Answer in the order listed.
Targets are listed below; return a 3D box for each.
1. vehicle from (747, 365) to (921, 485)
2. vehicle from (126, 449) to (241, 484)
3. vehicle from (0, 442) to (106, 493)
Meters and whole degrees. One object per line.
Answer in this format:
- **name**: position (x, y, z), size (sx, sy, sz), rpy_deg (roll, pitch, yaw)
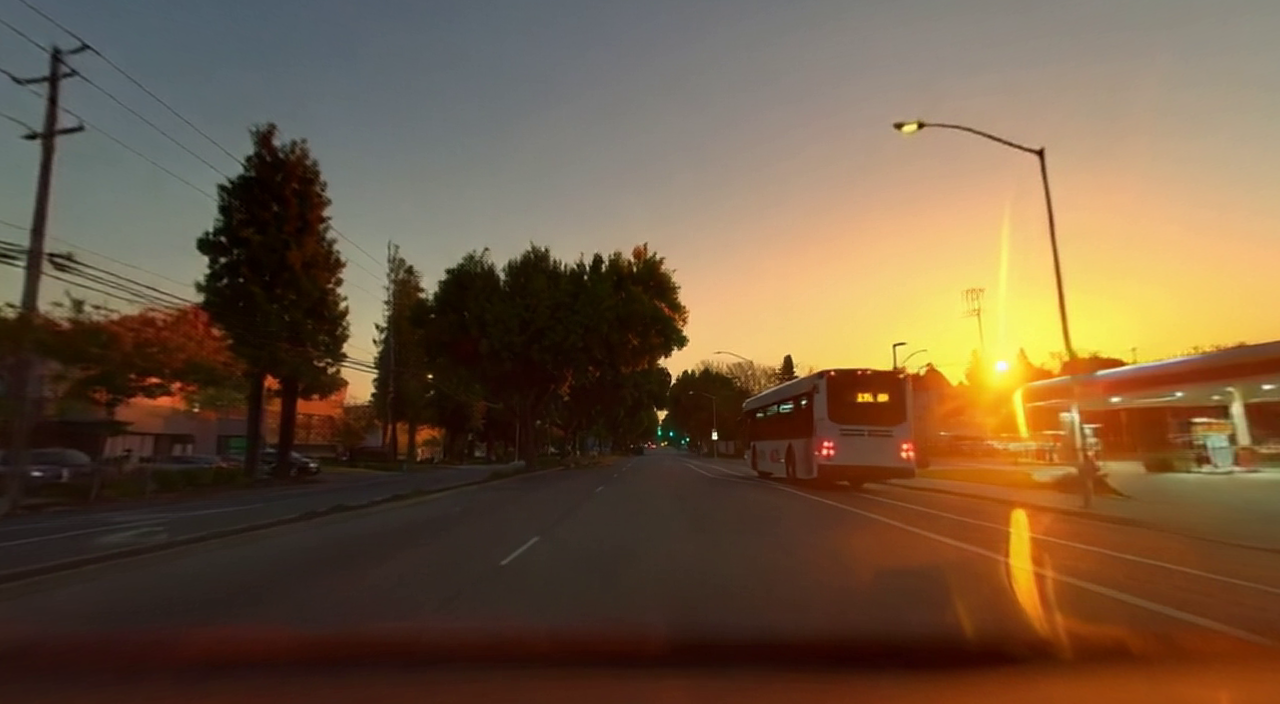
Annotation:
- **vehicle**: position (8.605, 3.744, 30.893), size (4.582, 4.678, 12.589), rpy_deg (0, -8, 0)
- **vehicle**: position (-24.218, 6.076, 33.537), size (4.325, 1.716, 2.358), rpy_deg (0, -9, 5)
- **vehicle**: position (-24.412, 4.382, 24.157), size (2.284, 1.855, 5.392), rpy_deg (-4, -9, 25)
